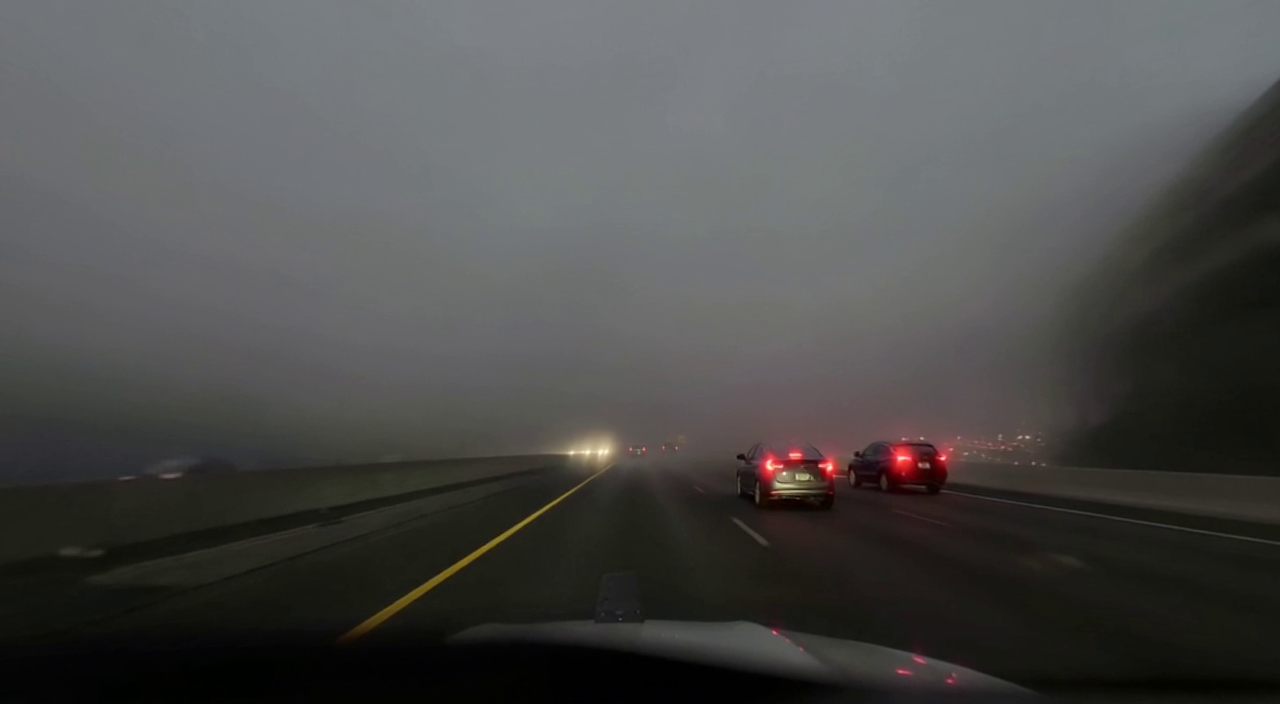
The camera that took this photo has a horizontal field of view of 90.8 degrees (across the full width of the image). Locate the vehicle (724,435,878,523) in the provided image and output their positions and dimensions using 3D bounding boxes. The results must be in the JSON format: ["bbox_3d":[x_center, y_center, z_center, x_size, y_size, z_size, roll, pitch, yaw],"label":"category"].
[{"bbox_3d":[3.165,2.598,13.546,1.982,1.533,4.612,0,-8,-1],"label":"vehicle"}]

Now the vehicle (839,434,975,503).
[{"bbox_3d":[6.902,3.033,16.831,1.856,1.592,3.920,0,-8,-1],"label":"vehicle"}]

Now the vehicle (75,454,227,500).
[{"bbox_3d":[-19.461,4.967,25.500,2.202,1.577,4.701,-1,-8,3],"label":"vehicle"}]
